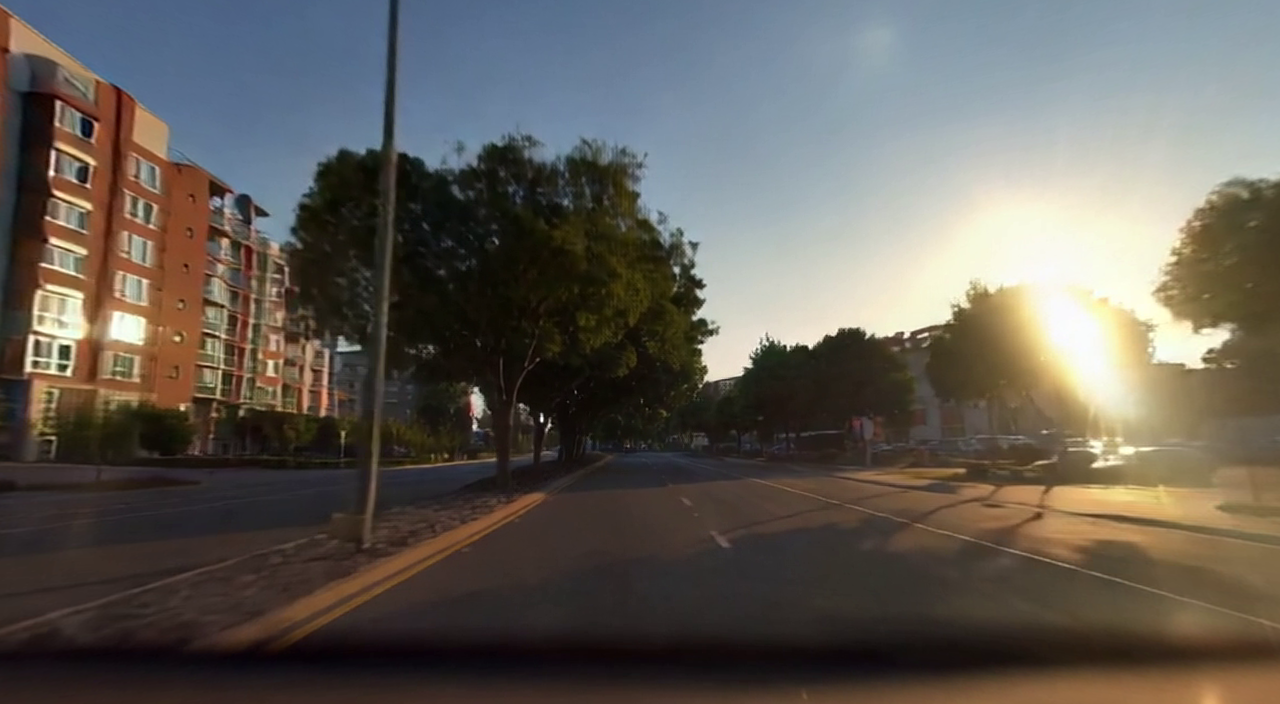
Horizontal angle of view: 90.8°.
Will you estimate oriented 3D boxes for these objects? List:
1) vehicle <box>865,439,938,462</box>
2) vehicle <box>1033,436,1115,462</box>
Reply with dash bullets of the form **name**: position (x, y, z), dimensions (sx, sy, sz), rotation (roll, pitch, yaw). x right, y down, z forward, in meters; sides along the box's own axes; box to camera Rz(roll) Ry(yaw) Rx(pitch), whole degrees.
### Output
- **vehicle**: position (20.123, 7.627, 48.793), dimensions (4.661, 1.710, 2.127), rotation (0, -9, -1)
- **vehicle**: position (29.260, 6.511, 42.635), dimensions (4.279, 1.648, 1.982), rotation (1, -9, -10)
